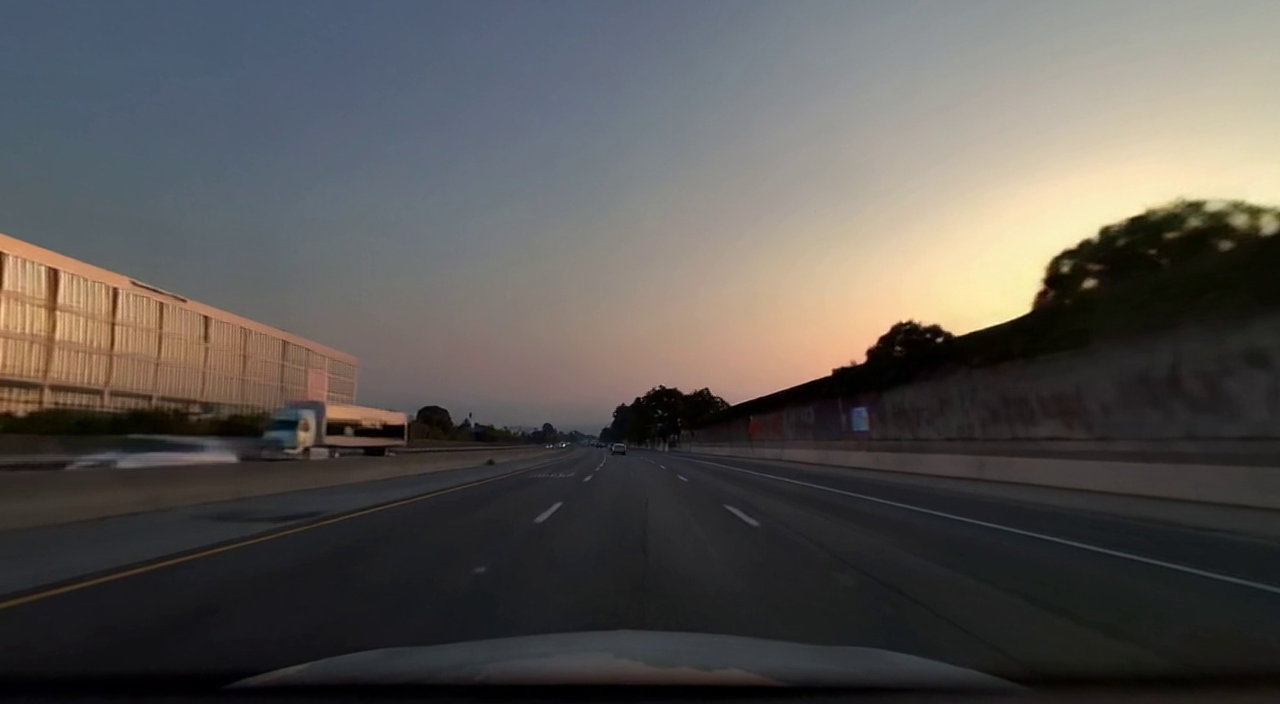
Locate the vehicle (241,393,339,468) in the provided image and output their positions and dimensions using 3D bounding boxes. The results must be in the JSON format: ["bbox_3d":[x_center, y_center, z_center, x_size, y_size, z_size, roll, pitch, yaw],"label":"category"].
[{"bbox_3d":[-20.679,4.704,37.344,3.271,4.189,3.909,0,-9,0],"label":"vehicle"}]

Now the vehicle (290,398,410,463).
[{"bbox_3d":[-21.080,6.097,47.009,2.933,4.082,13.910,0,-9,-2],"label":"vehicle"}]

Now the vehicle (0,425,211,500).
[{"bbox_3d":[-12.730,2.610,15.032,1.863,1.521,4.277,0,-9,-1],"label":"vehicle"}]
